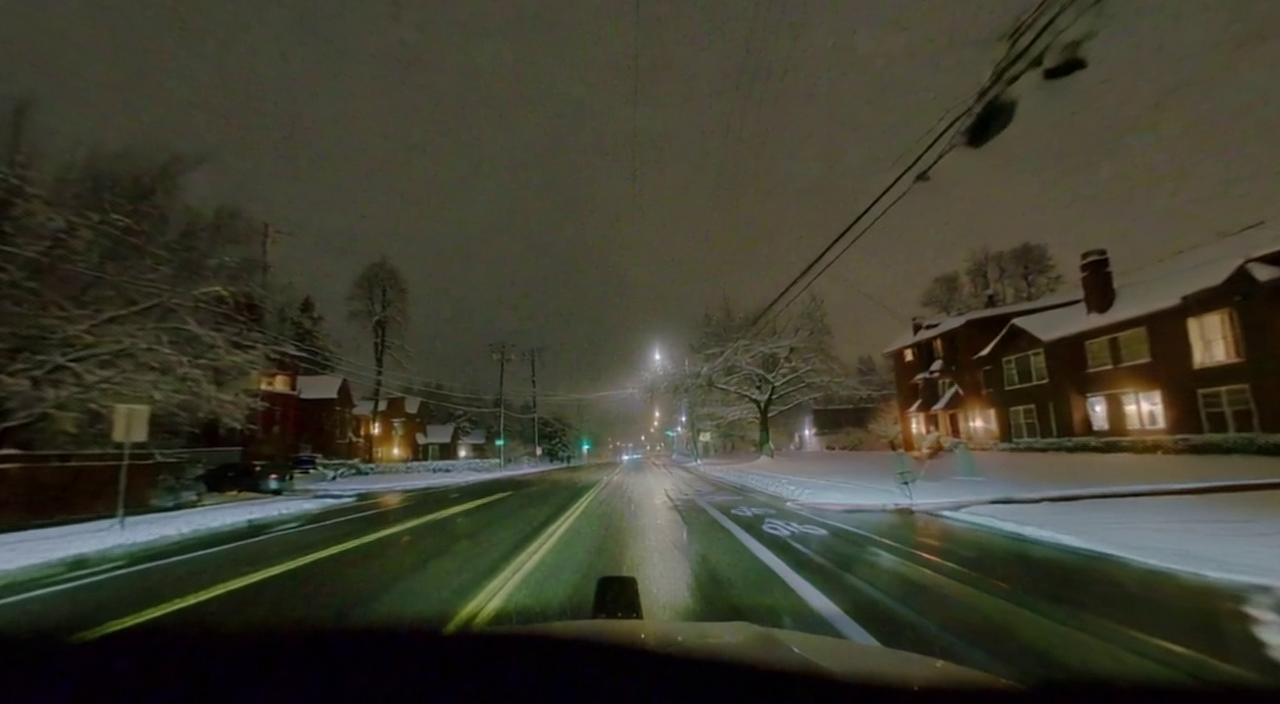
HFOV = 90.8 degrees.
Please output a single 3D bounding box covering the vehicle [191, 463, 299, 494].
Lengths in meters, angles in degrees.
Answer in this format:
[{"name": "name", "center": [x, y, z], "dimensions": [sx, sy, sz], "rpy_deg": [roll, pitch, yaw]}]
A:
[{"name": "vehicle", "center": [-19.304, 6.179, 30.986], "dimensions": [4.173, 1.423, 1.657], "rpy_deg": [0, -8, 3]}]
